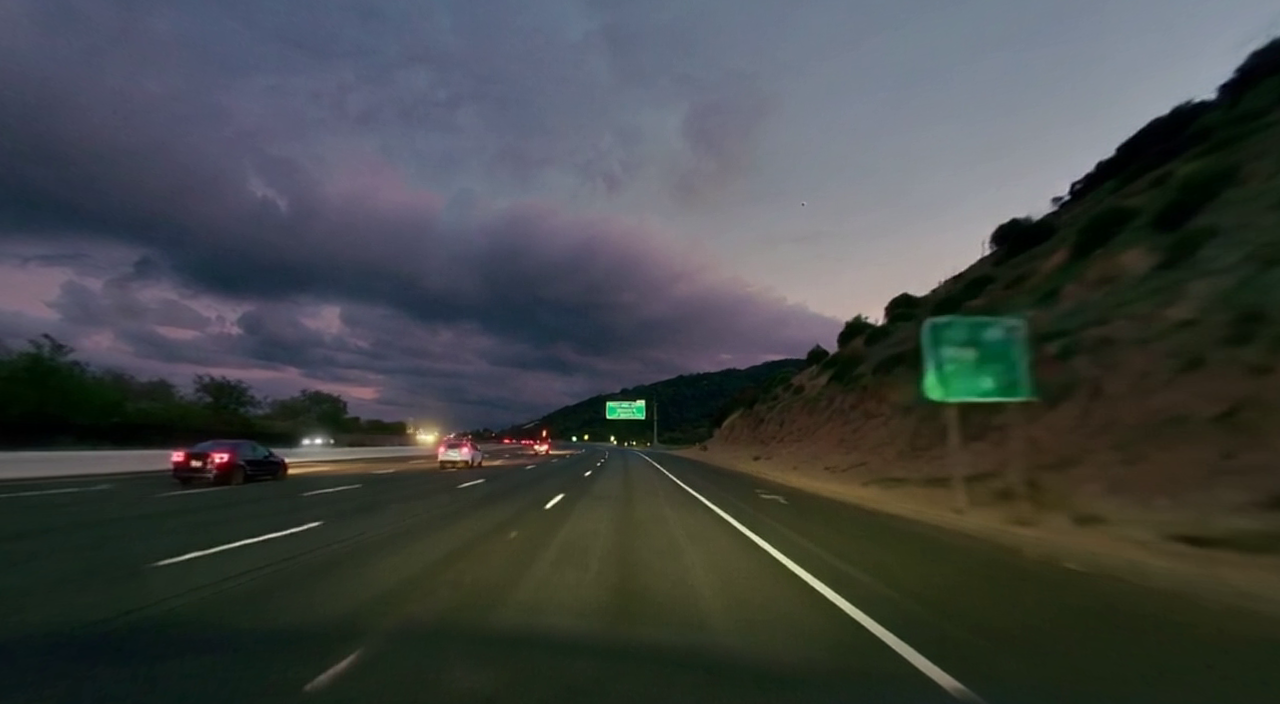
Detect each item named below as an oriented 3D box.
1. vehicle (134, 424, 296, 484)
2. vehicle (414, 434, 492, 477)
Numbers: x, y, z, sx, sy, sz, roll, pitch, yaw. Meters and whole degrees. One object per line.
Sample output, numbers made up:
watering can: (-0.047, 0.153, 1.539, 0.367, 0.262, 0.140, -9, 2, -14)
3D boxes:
vehicle: (-15.450, 3.764, 23.491, 2.240, 1.953, 5.452, 0, -9, -1)
vehicle: (-8.038, 4.488, 27.596, 2.104, 1.715, 4.319, 0, -9, -1)
